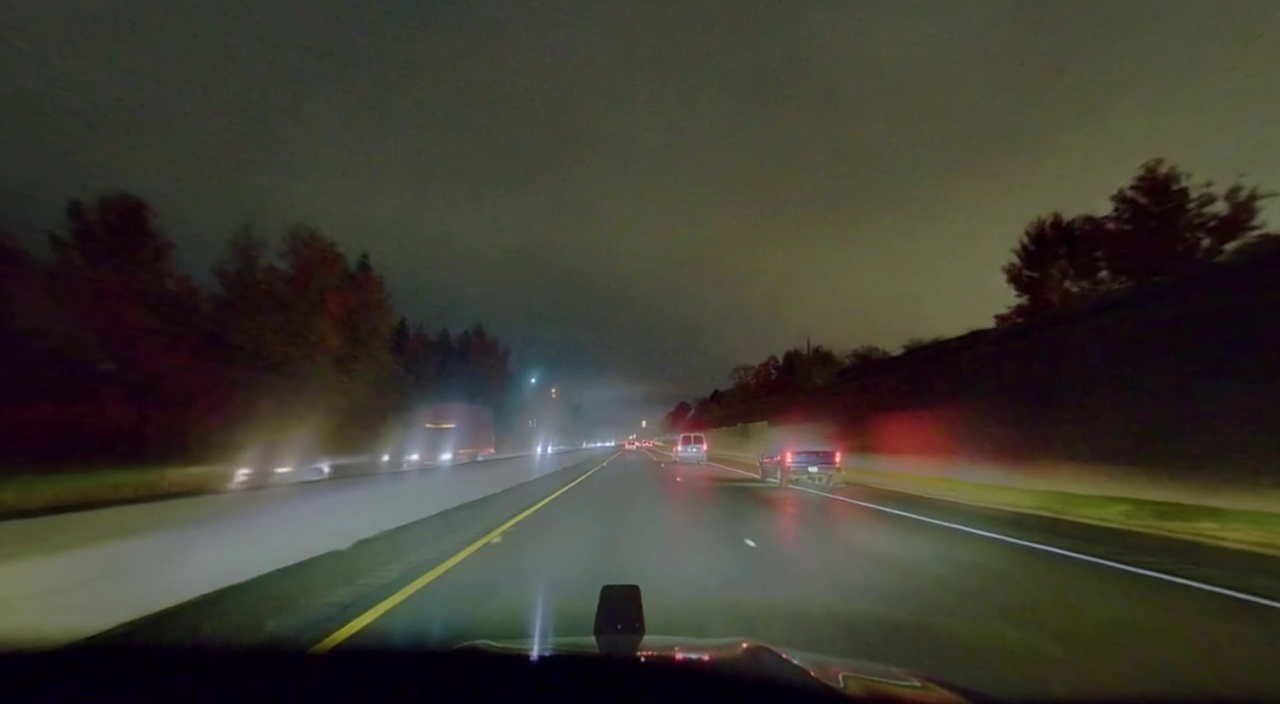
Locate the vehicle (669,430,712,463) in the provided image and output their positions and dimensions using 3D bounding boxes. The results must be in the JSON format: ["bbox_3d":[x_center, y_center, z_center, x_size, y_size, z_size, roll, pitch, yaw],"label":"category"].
[{"bbox_3d":[3.301,6.346,42.442,2.393,2.072,4.958,0,-8,-2],"label":"vehicle"}]

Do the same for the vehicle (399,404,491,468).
[{"bbox_3d":[-12.511,5.586,41.523,3.010,3.699,9.465,0,-8,0],"label":"vehicle"}]
